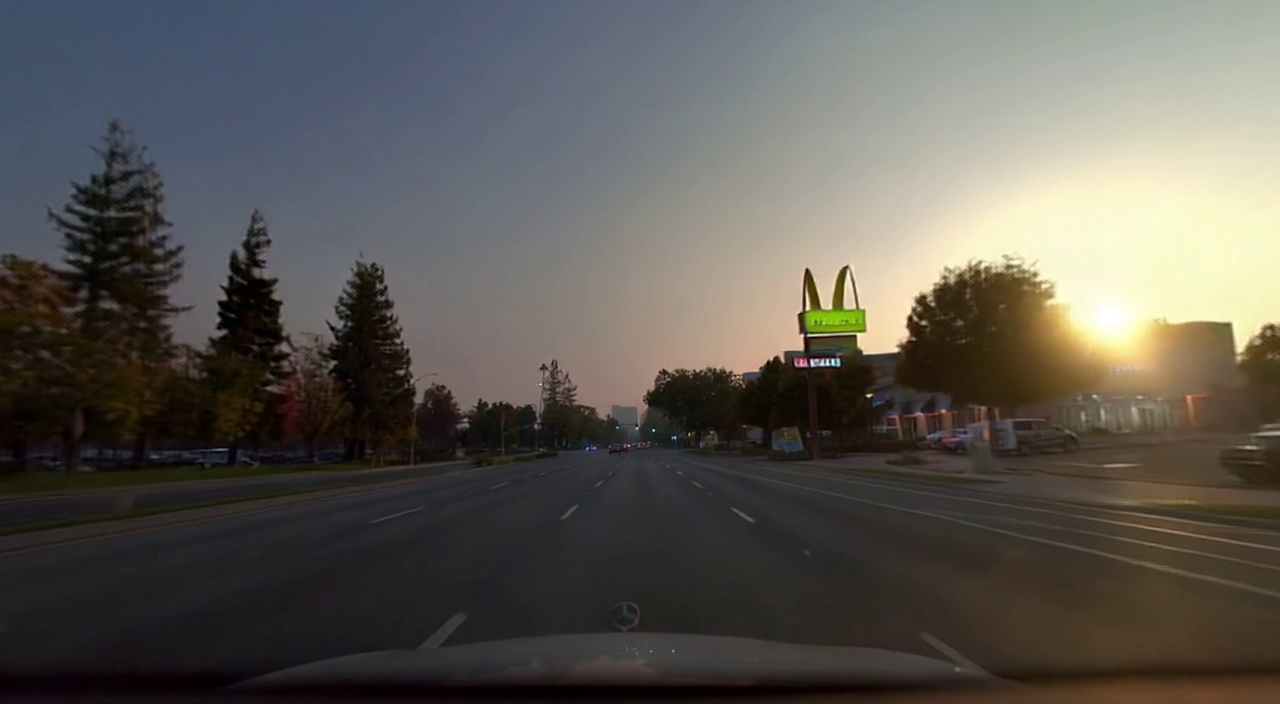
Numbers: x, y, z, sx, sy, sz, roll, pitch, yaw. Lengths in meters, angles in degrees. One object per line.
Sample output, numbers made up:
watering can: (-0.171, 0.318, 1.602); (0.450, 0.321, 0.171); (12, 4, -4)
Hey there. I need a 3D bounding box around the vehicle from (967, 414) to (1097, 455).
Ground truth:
vehicle: (26.642, 5.665, 43.186); (7.147, 2.712, 2.343); (0, -8, 1)
